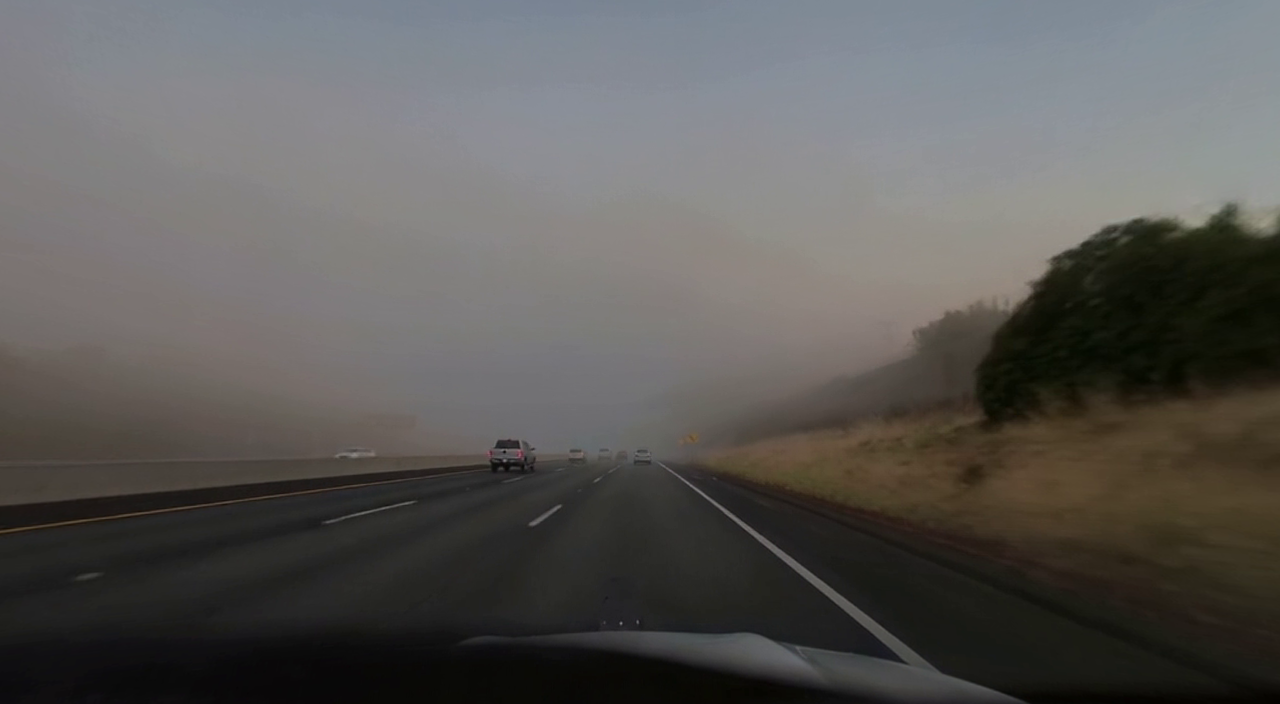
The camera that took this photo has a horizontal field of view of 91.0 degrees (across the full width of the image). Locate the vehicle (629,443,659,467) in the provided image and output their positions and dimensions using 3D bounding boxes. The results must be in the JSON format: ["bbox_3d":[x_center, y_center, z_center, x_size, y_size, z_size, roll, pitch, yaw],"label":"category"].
[{"bbox_3d":[0.298,7.743,47.493,2.141,1.706,4.065,0,-9,0],"label":"vehicle"}]

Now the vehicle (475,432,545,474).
[{"bbox_3d":[-6.679,5.270,33.095,2.438,1.967,5.596,0,-9,0],"label":"vehicle"}]
